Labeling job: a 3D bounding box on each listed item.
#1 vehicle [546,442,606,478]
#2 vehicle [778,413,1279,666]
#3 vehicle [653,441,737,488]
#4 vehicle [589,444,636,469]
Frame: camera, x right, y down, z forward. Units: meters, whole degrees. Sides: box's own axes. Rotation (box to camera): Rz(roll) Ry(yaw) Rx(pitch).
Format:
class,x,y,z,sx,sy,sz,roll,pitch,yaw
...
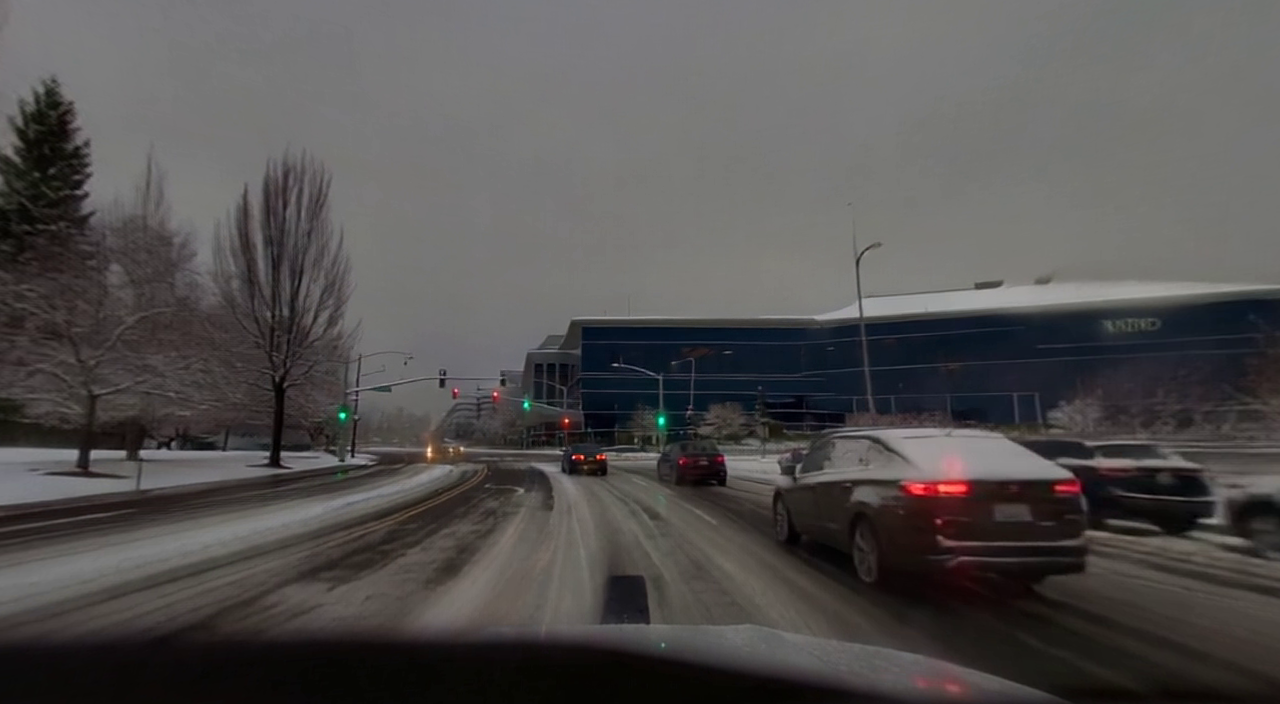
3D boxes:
class,x,y,z,sx,sy,sz,roll,pitch,yaw
vehicle,-3.157,5.112,30.090,2.308,1.535,4.811,2,-9,-12
vehicle,2.974,1.433,5.986,2.280,1.472,4.426,0,-9,-1
vehicle,1.823,3.947,22.501,1.984,1.476,4.488,1,-9,-8
vehicle,-1.782,6.480,39.269,1.957,1.463,4.701,2,-9,-15
